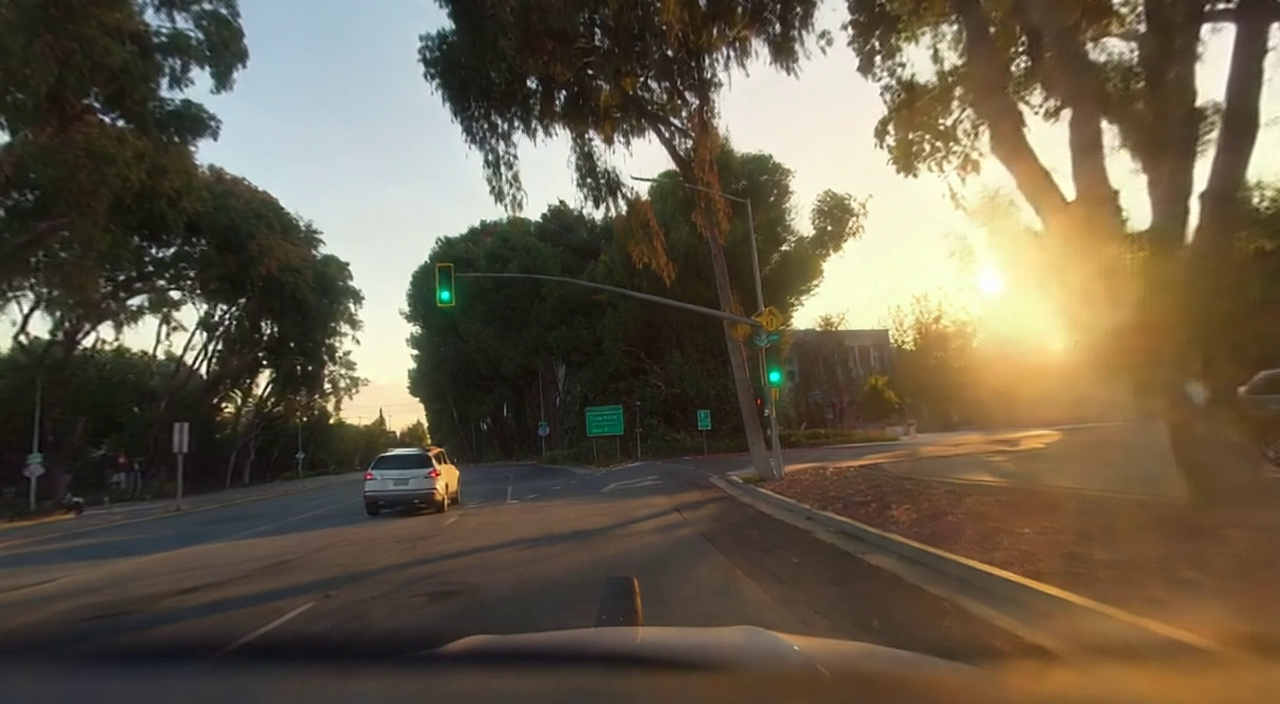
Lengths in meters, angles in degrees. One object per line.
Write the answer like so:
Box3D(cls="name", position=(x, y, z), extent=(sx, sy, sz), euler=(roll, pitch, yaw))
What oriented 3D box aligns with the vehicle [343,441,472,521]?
Box3D(cls="vehicle", position=(-5.652, 3.141, 16.056), extent=(2.134, 1.707, 4.471), euler=(1, -9, -8))
